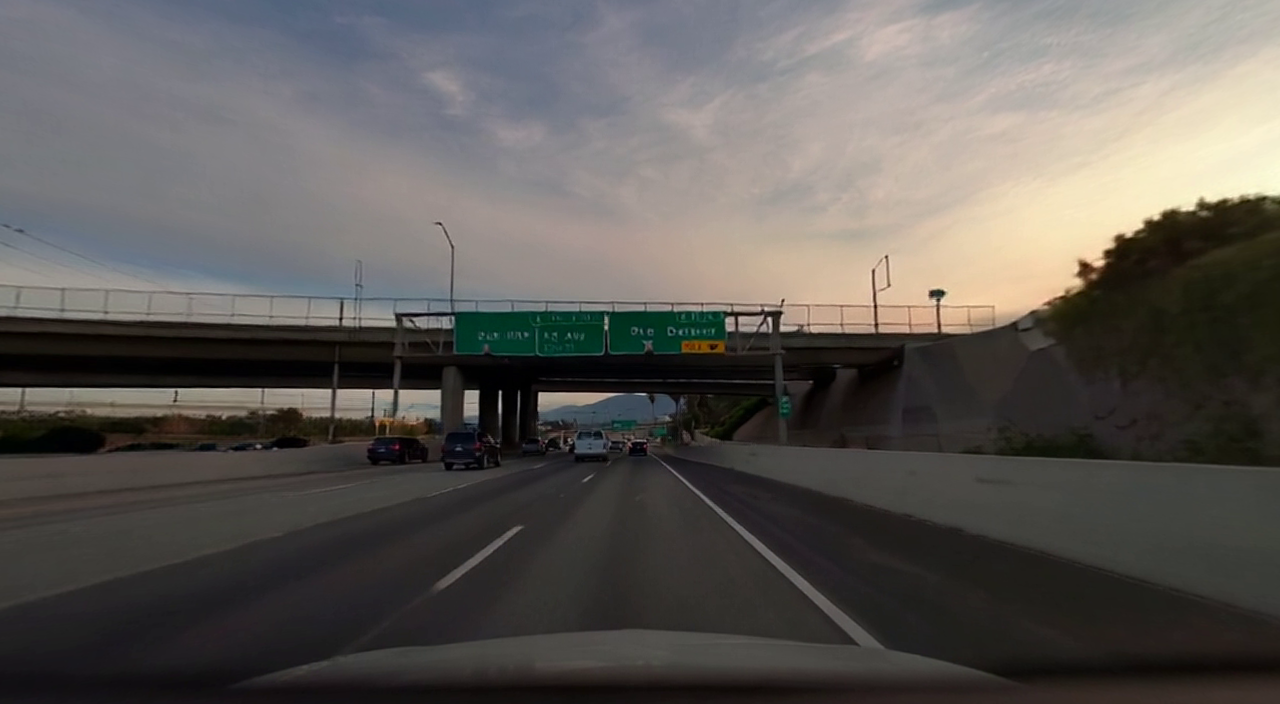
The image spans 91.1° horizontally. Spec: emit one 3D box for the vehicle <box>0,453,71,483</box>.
[{"bbox_3d":[-32.555,6.083,33.097,1.689,1.383,3.611,0,-8,0],"label":"vehicle"}]

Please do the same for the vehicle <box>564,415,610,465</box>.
[{"bbox_3d":[-3.221,5.575,39.681,2.301,2.843,6.458,0,-8,0],"label":"vehicle"}]

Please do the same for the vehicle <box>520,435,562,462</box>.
[{"bbox_3d":[-6.840,6.740,43.828,2.109,1.784,4.709,0,-8,1],"label":"vehicle"}]

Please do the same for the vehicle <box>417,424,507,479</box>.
[{"bbox_3d":[-6.951,3.960,25.164,2.179,1.948,4.618,0,-8,1],"label":"vehicle"}]

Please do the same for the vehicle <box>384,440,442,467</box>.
[{"bbox_3d":[-13.531,6.062,37.741,1.899,1.485,4.368,0,-8,0],"label":"vehicle"}]
